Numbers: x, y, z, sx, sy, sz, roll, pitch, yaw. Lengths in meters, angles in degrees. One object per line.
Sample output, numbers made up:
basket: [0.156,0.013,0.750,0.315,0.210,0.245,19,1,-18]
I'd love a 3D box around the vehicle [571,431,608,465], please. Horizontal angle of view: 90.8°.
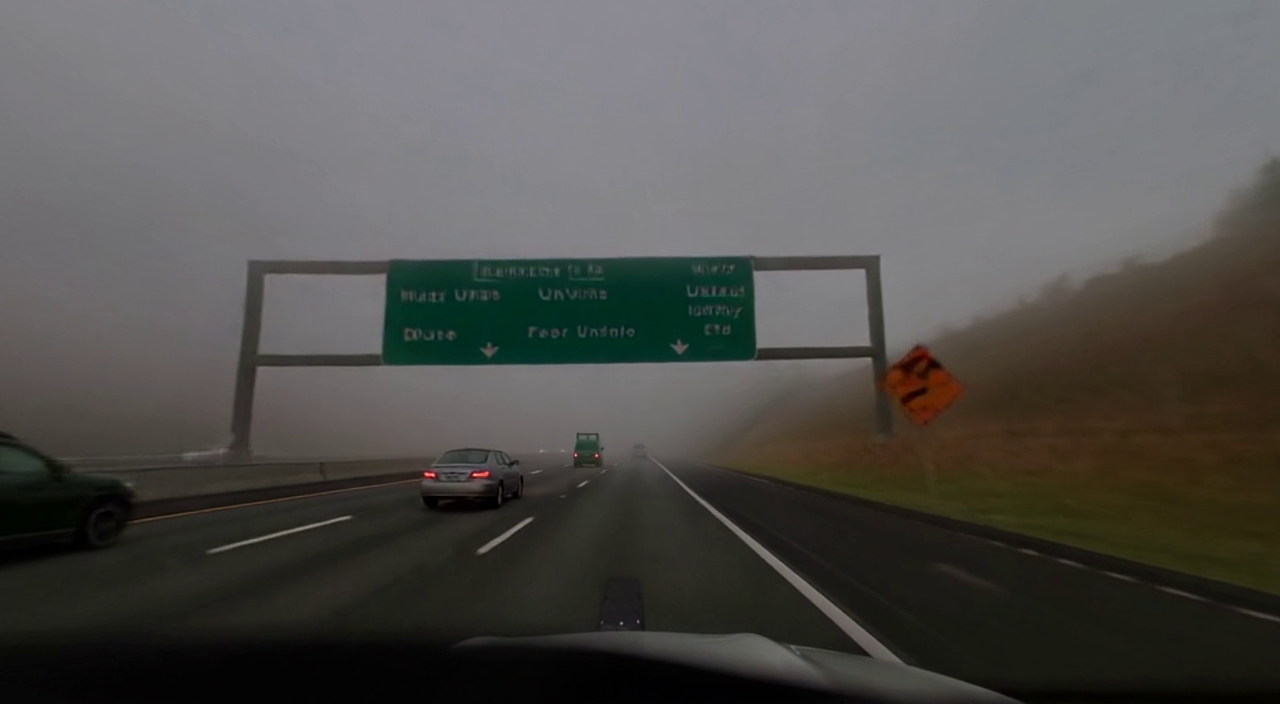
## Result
vehicle: [-3.788,7.357,48.266,2.290,2.453,5.561,0,-9,1]

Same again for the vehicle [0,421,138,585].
vehicle: [-7.222,1.378,5.558,2.091,1.558,4.220,0,-9,0]

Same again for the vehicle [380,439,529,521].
vehicle: [-3.670,2.603,13.306,1.924,1.436,3.915,0,-9,1]

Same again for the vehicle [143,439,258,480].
vehicle: [-19.457,4.761,28.232,1.900,1.660,4.472,0,-9,0]
